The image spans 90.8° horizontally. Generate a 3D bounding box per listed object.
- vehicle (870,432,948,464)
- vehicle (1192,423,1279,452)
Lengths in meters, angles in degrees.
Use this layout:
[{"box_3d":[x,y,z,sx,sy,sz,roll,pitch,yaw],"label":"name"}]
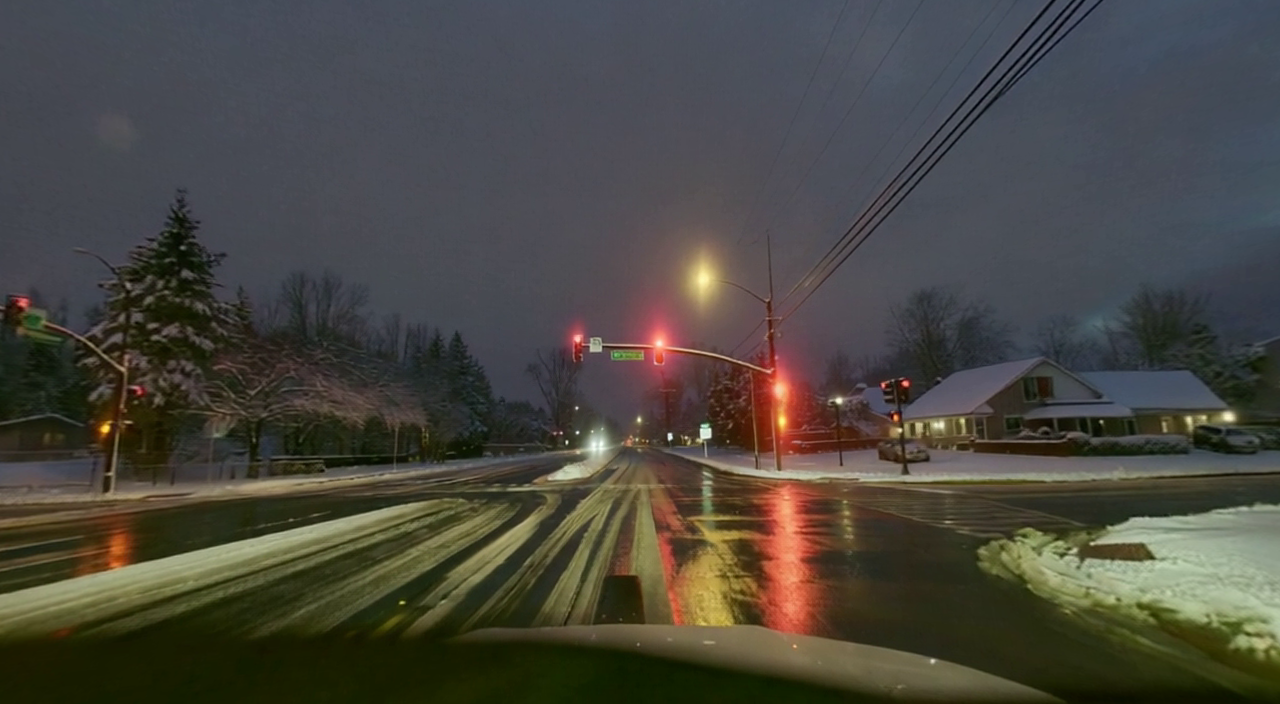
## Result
[{"box_3d":[14.950,5.378,35.386,1.959,1.471,4.570,-4,-9,-5],"label":"vehicle"},{"box_3d":[34.090,4.866,35.745,1.832,1.521,4.266,0,-9,1],"label":"vehicle"}]
